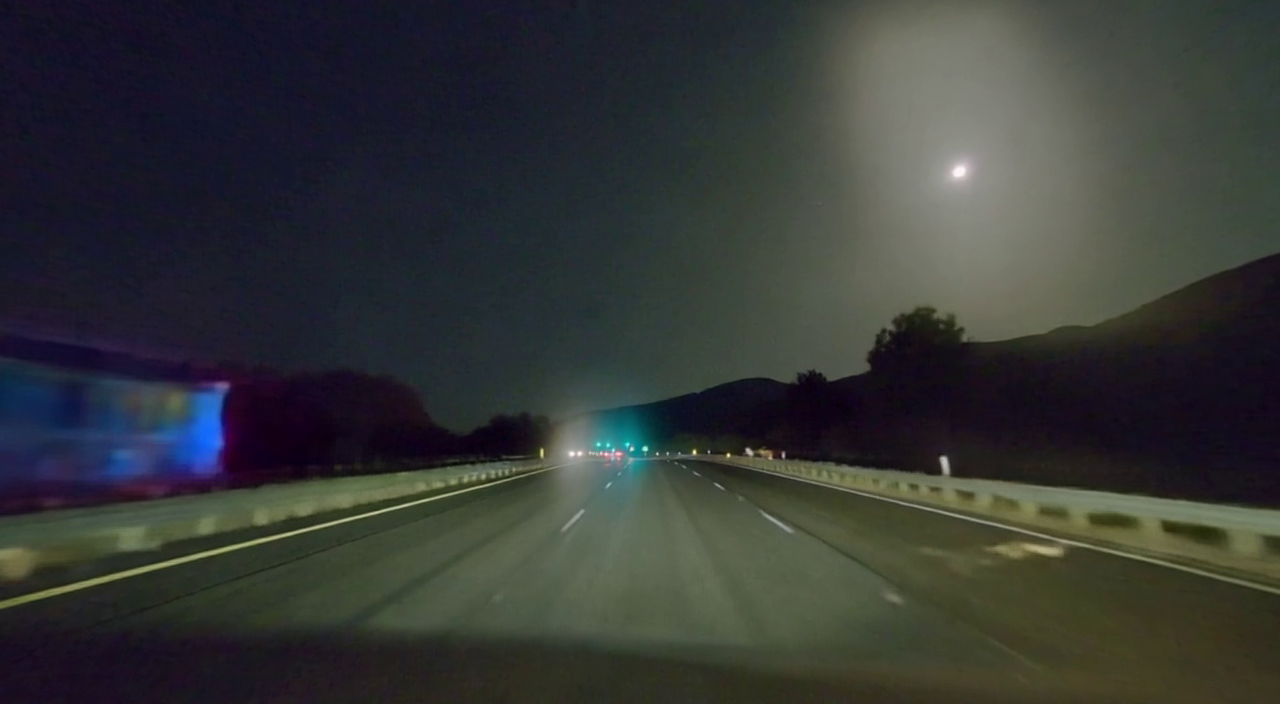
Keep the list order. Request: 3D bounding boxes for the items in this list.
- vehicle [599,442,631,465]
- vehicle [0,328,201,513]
[{"bbox_3d":[-1.711,7.106,44.146,2.050,1.530,4.144,0,-8,0],"label":"vehicle"},{"bbox_3d":[-15.544,1.335,12.546,3.288,3.977,14.007,0,-8,1],"label":"vehicle"}]
